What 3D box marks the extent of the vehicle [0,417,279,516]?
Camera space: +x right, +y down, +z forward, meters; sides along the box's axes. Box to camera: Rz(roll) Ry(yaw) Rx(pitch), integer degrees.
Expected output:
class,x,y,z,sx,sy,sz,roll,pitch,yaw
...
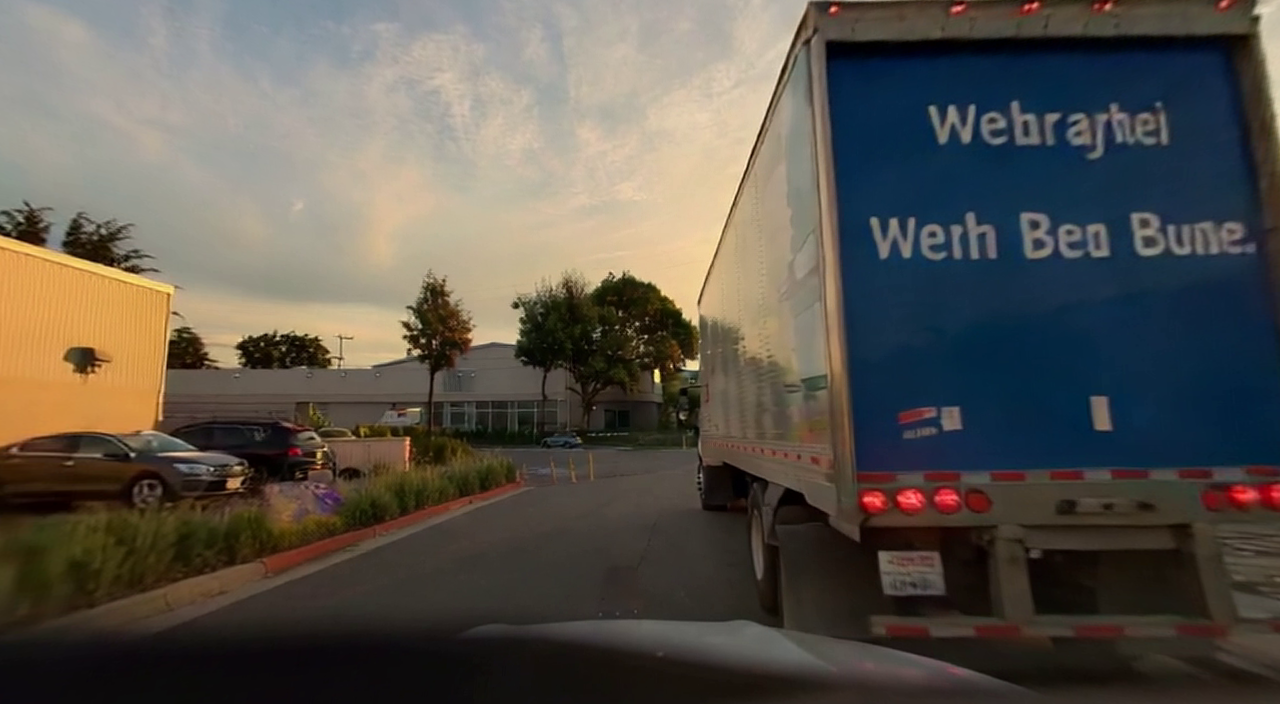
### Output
class,x,y,z,sx,sy,sz,roll,pitch,yaw
vehicle,-8.573,1.838,10.405,4.015,1.461,1.903,0,-8,-3

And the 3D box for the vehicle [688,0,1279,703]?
class,x,y,z,sx,sy,sz,roll,pitch,yaw
vehicle,2.618,0.660,9.950,2.865,4.113,14.471,0,-8,1
